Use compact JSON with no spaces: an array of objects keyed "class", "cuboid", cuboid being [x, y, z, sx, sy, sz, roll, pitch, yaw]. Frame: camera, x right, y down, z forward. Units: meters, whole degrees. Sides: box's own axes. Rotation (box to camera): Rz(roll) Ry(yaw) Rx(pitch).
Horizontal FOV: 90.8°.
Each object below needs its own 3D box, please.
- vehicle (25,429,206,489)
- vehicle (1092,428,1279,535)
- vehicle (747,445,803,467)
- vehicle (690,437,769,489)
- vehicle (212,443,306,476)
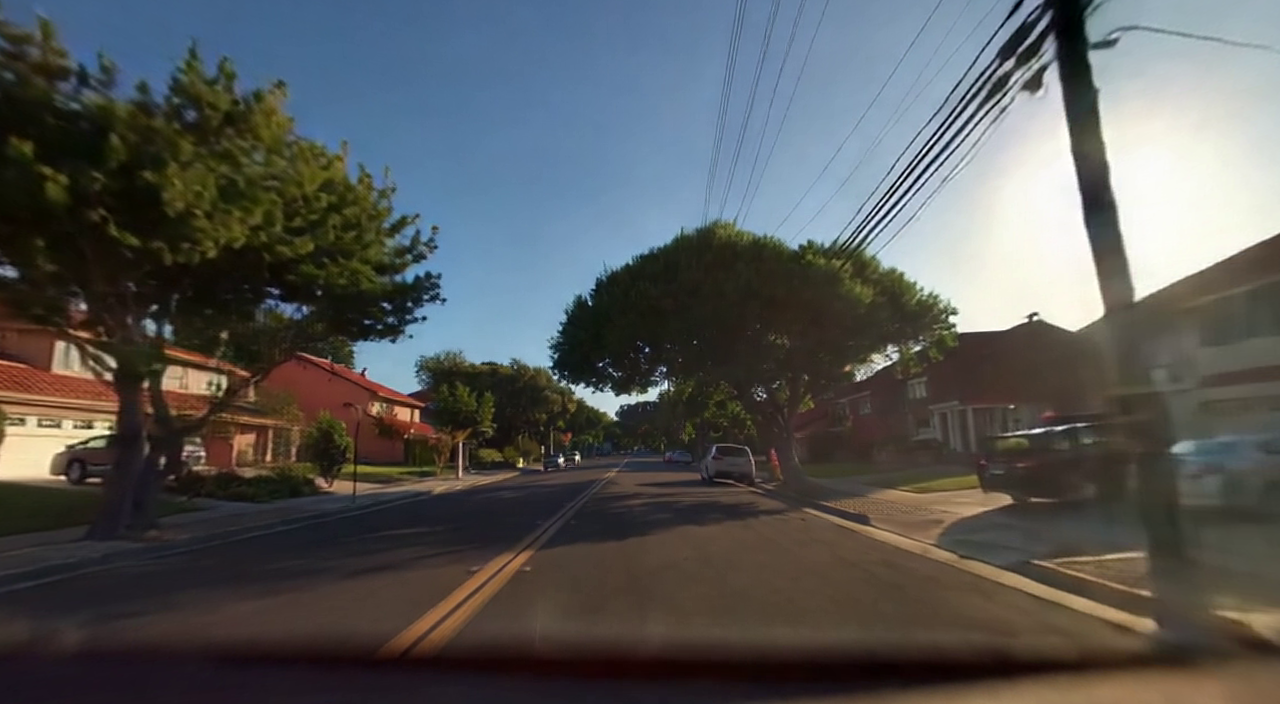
[{"class":"vehicle","cuboid":[-18.080,3.720,22.233,2.034,1.829,5.161,0,-9,-2]},{"class":"vehicle","cuboid":[10.309,1.993,10.063,4.625,1.501,2.011,0,-9,0]},{"class":"vehicle","cuboid":[10.155,7.871,47.744,3.823,1.613,1.761,0,-9,-1]},{"class":"vehicle","cuboid":[3.448,4.408,25.429,2.114,1.858,5.144,0,-9,-3]},{"class":"vehicle","cuboid":[-21.892,6.155,36.597,2.139,1.746,5.099,-1,-9,2]}]
